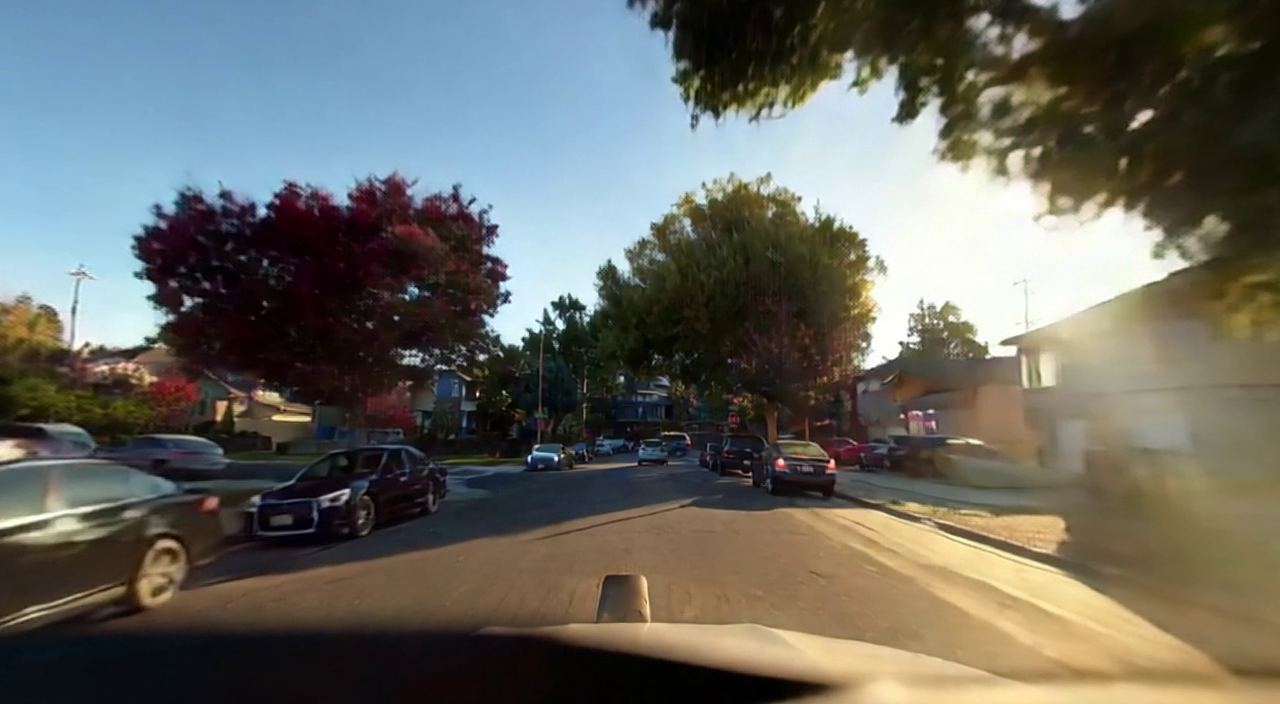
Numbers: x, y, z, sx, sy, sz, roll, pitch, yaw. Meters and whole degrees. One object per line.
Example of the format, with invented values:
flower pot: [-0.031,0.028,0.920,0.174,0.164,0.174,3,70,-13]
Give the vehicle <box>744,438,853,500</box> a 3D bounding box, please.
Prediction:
vehicle: [4.229,3.181,17.510,1.876,1.477,4.324,0,-8,0]

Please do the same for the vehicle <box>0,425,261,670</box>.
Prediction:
vehicle: [-4.890,1.257,4.183,1.876,1.500,4.361,-1,-8,2]

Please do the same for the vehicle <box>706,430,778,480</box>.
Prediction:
vehicle: [4.017,4.118,25.368,2.144,1.751,4.472,2,-8,0]

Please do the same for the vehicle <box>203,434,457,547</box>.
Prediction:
vehicle: [-4.841,2.199,10.763,1.909,1.492,4.615,0,-8,1]

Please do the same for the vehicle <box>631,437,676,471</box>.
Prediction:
vehicle: [0.619,4.936,30.505,2.010,1.499,4.107,0,-9,0]

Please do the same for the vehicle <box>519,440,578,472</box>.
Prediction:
vehicle: [-4.394,5.080,30.818,1.999,1.441,4.628,-1,-8,3]
